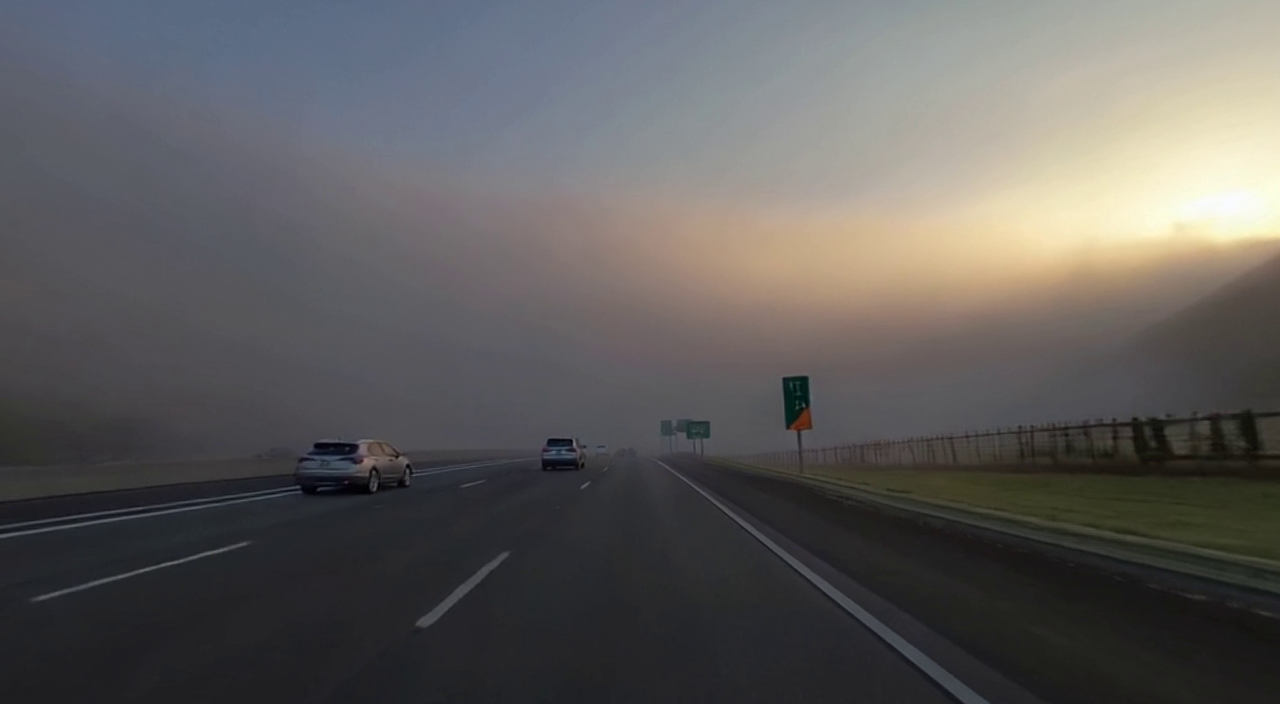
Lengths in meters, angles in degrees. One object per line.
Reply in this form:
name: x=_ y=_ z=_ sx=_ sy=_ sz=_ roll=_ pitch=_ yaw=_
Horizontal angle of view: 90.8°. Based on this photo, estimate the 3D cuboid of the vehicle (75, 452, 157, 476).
vehicle: x=-36.363 y=7.774 z=44.035 sx=1.832 sy=1.473 sz=4.566 roll=0 pitch=-8 yaw=0

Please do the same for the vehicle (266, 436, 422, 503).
vehicle: x=-7.504 y=3.002 z=16.634 sx=1.930 sy=1.508 sz=4.567 roll=0 pitch=-8 yaw=-1

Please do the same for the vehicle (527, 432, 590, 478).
vehicle: x=-3.330 y=4.316 z=26.780 sx=2.029 sy=1.753 sz=4.718 roll=0 pitch=-8 yaw=0
